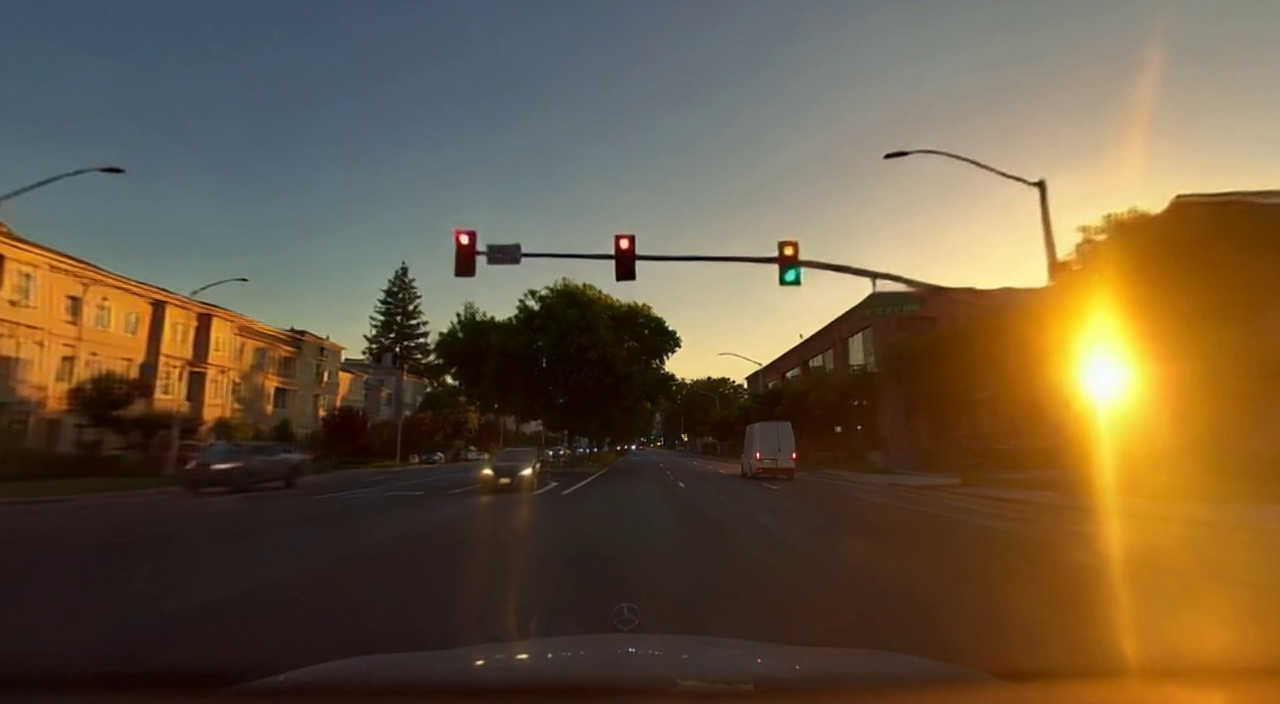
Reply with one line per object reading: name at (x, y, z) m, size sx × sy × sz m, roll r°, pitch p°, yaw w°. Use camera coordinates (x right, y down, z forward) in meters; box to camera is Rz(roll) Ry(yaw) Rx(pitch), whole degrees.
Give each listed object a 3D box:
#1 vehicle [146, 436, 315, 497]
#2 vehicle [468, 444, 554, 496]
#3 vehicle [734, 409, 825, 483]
vehicle at (-14.867, 4.173, 23.474) m, size 2.292 × 1.955 × 5.882 m, roll 0°, pitch -9°, yaw 0°
vehicle at (-4.262, 3.937, 21.523) m, size 2.003 × 1.539 × 4.396 m, roll -1°, pitch -8°, yaw 1°
vehicle at (6.728, 4.725, 31.594) m, size 2.802 × 3.208 × 7.459 m, roll 0°, pitch -9°, yaw 0°
